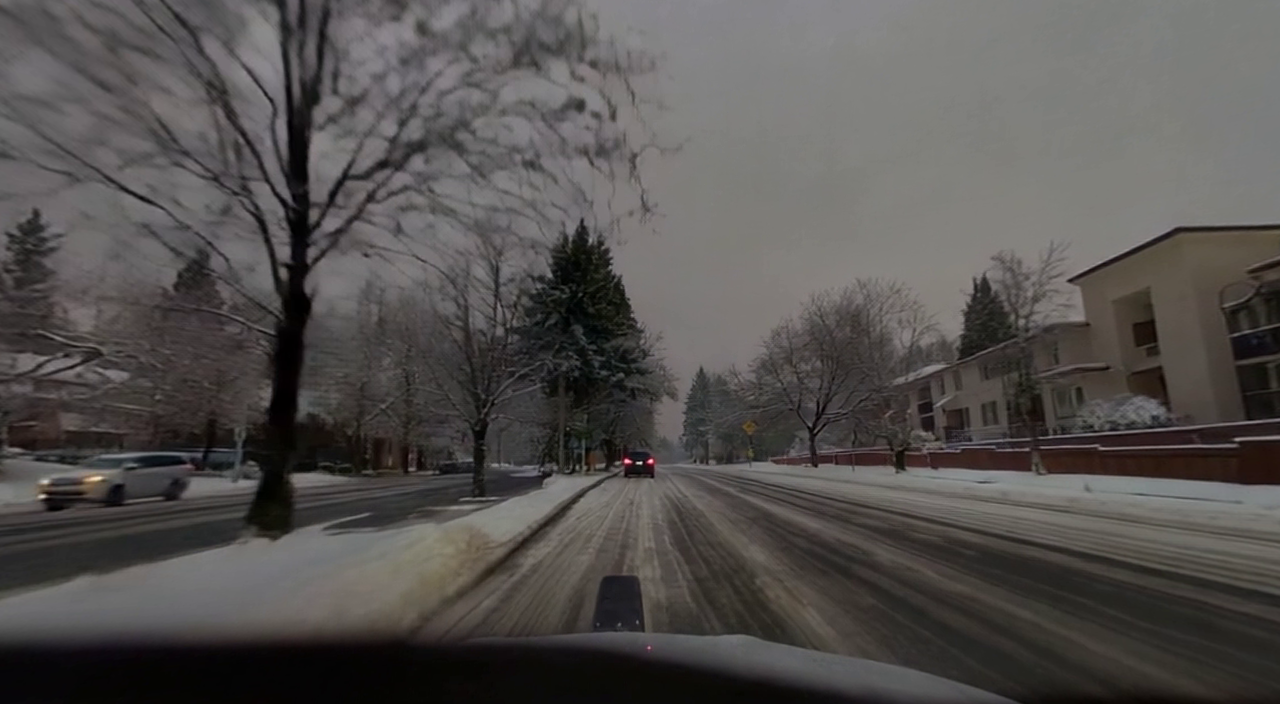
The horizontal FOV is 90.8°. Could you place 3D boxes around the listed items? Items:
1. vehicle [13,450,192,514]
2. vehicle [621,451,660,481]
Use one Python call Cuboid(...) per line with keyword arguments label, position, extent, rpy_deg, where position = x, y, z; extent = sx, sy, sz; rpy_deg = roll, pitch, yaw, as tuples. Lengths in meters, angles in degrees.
Cuboid(label="vehicle", position=(-18.481, 4.438, 22.125), extent=(2.048, 1.955, 4.692), rpy_deg=(0, -9, 0))
Cuboid(label="vehicle", position=(0.066, 6.331, 35.355), extent=(2.093, 1.591, 4.247), rpy_deg=(0, -9, 1))
